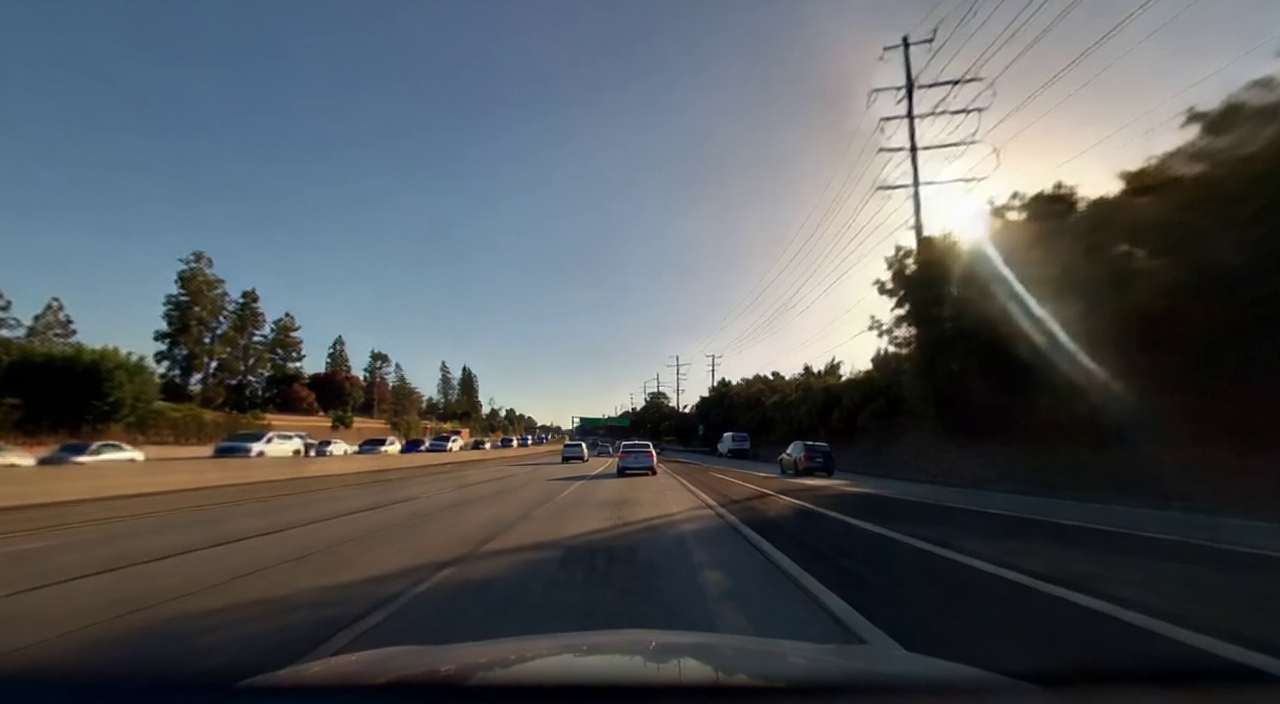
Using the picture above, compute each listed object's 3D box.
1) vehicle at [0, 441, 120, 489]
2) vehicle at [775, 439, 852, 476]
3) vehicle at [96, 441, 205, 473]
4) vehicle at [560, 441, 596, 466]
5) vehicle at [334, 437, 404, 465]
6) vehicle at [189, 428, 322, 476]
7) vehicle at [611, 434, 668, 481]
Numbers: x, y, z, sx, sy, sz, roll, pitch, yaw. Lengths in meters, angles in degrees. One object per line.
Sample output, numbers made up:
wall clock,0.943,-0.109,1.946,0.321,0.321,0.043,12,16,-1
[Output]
vehicle,-20.231,3.718,21.102,1.809,1.437,4.395,0,-8,1
vehicle,8.633,5.284,31.883,2.099,1.720,4.829,1,-8,-5
vehicle,-23.953,5.129,31.094,1.829,1.448,4.421,0,-8,0
vehicle,-4.273,7.042,43.976,2.130,1.685,4.341,0,-8,-1
vehicle,-16.730,6.137,39.239,2.175,1.653,4.993,0,-8,-1
vehicle,-16.193,4.267,27.056,2.228,1.808,5.608,0,-8,0
vehicle,-0.031,4.374,26.359,2.192,1.769,4.287,0,-8,0
